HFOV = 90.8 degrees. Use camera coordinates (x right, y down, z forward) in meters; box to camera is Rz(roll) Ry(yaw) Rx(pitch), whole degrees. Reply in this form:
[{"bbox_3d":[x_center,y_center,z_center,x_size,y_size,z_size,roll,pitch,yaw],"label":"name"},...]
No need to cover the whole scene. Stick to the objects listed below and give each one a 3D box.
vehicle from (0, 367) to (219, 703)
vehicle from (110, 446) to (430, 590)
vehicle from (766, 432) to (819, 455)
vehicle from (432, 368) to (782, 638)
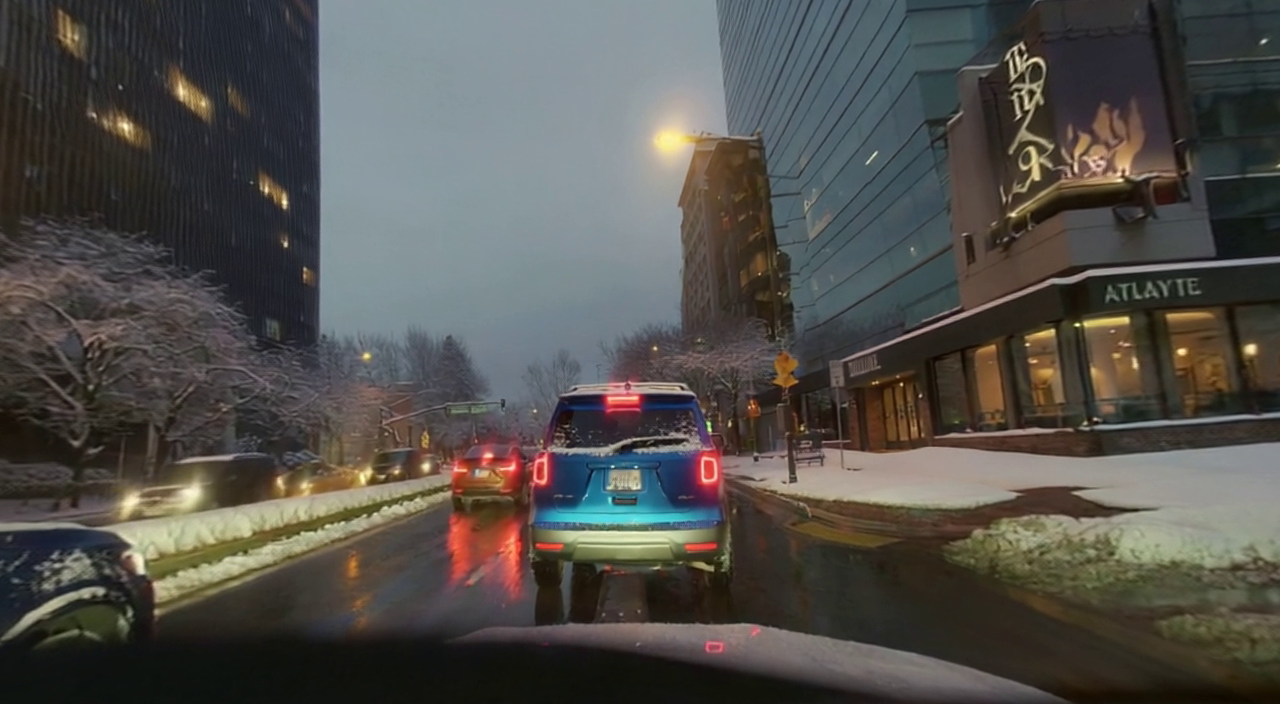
[{"bbox_3d":[-3.174,0.723,1.044,1.971,1.658,4.428,0,-8,-2],"label":"vehicle"},{"bbox_3d":[-4.561,2.047,8.799,1.876,1.448,4.464,0,-8,-2],"label":"vehicle"},{"bbox_3d":[10.231,6.155,42.154,1.877,1.416,3.965,-8,-12,38],"label":"vehicle"},{"bbox_3d":[-0.373,1.404,6.866,2.531,1.930,4.382,0,-8,-4],"label":"vehicle"}]
